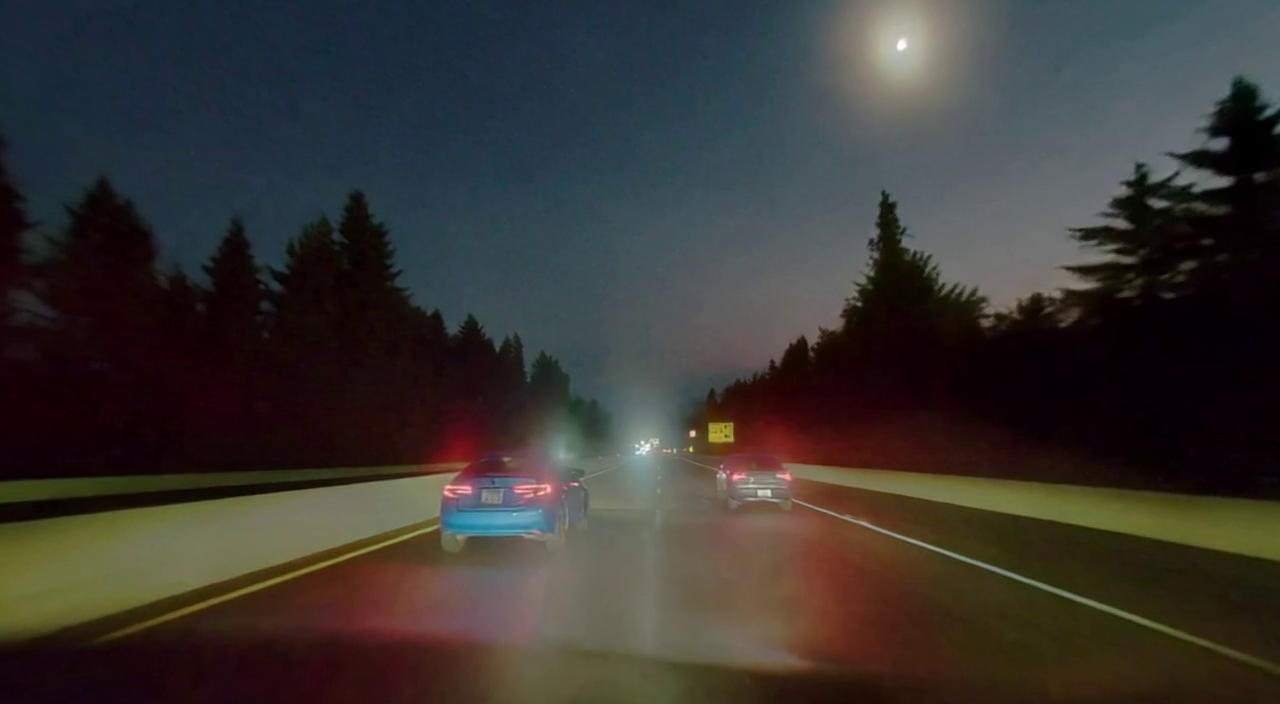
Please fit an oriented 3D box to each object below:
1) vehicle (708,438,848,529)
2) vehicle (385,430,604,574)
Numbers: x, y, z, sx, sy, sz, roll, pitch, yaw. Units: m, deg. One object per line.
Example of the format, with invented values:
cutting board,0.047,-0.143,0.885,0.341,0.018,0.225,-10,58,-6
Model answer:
vehicle,2.590,2.585,12.856,2.021,1.533,4.014,-1,-9,1
vehicle,-1.718,1.973,9.046,2.083,1.548,4.251,-1,-9,1
